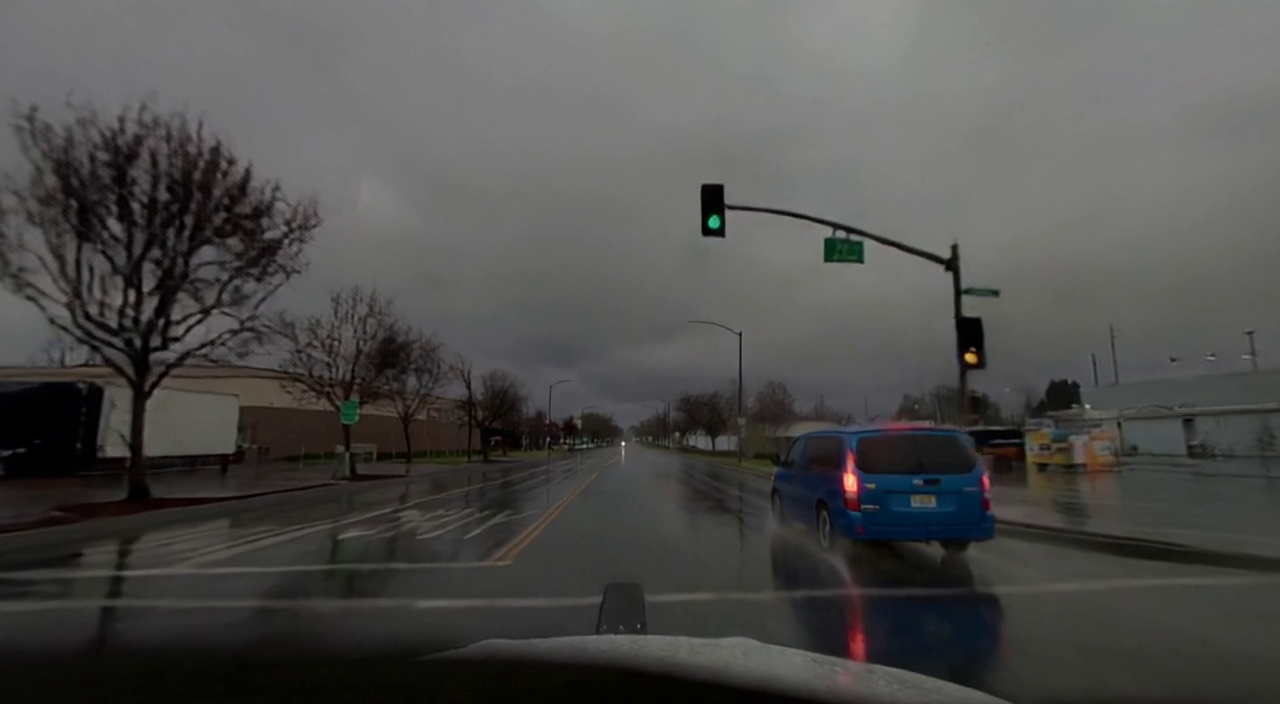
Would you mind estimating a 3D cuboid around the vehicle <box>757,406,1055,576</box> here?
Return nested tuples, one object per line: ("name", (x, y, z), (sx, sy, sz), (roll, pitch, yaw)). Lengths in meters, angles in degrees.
("vehicle", (3.353, 1.877, 9.332), (2.202, 1.822, 4.826), (1, -9, -1))

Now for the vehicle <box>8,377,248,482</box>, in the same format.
("vehicle", (-20.419, 3.185, 26.075), (3.337, 3.644, 7.945), (0, -7, -2))
